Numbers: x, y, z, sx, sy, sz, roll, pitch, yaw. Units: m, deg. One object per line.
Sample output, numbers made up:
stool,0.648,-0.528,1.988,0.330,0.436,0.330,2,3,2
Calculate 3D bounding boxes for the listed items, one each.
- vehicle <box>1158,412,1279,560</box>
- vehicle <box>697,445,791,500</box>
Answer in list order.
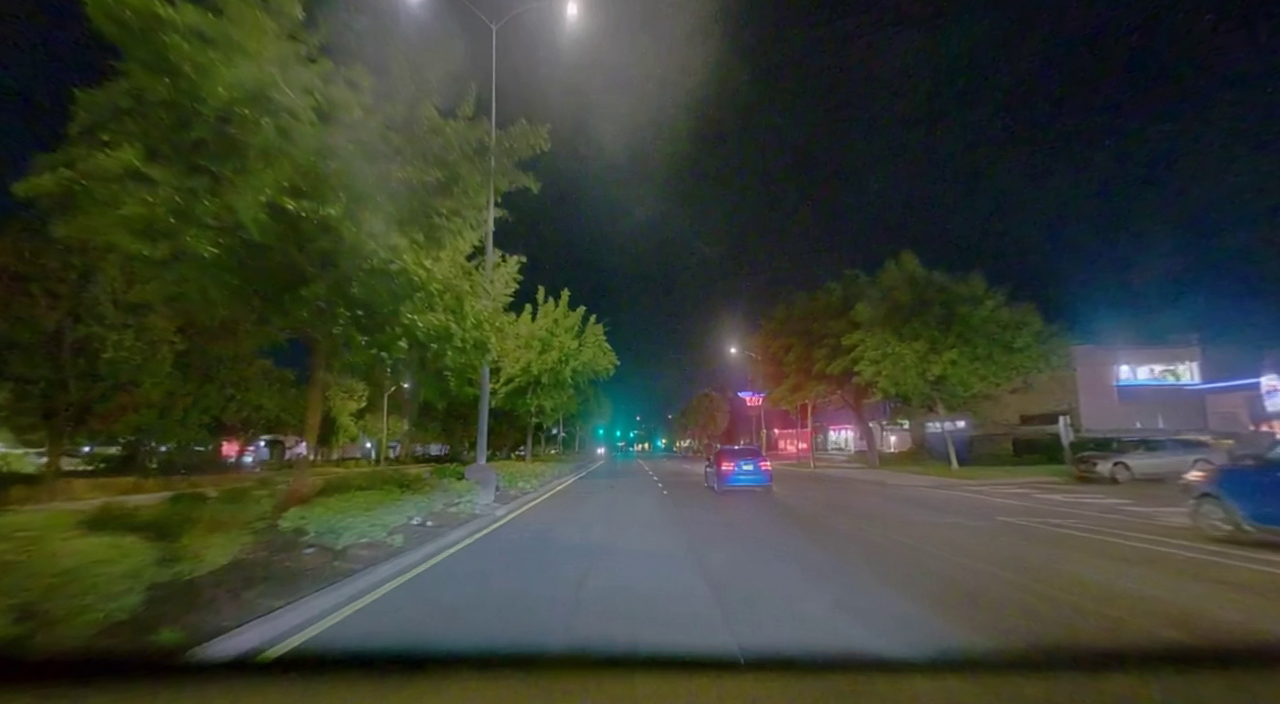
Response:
vehicle,9.738,1.578,7.094,2.651,1.914,5.992,0,-9,-1
vehicle,2.900,3.467,18.678,1.929,1.411,4.284,0,-9,-2
